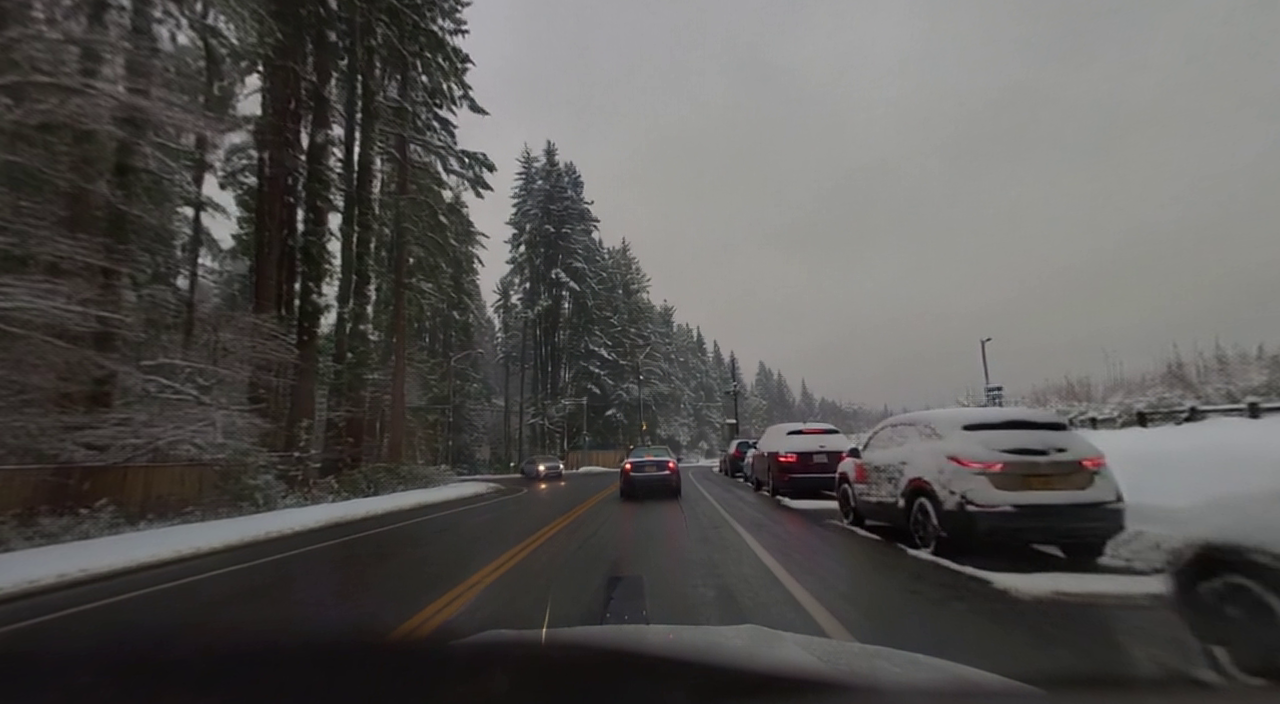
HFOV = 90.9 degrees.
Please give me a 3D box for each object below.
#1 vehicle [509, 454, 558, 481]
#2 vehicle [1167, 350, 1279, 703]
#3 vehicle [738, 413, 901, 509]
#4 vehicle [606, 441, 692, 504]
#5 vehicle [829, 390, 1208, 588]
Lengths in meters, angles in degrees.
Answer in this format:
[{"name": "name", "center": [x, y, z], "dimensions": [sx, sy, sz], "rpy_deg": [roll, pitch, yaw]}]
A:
[{"name": "vehicle", "center": [-8.425, 8.990, 49.352], "dimensions": [2.131, 1.961, 4.955], "rpy_deg": [5, -10, -30]}, {"name": "vehicle", "center": [4.099, 0.616, 1.378], "dimensions": [1.969, 1.738, 4.515], "rpy_deg": [0, -8, 1]}, {"name": "vehicle", "center": [4.311, 2.795, 16.646], "dimensions": [2.484, 2.037, 6.362], "rpy_deg": [0, -8, 0]}, {"name": "vehicle", "center": [0.280, 3.224, 17.349], "dimensions": [2.078, 1.521, 4.058], "rpy_deg": [0, -8, 2]}, {"name": "vehicle", "center": [4.173, 1.592, 8.132], "dimensions": [2.093, 1.822, 4.483], "rpy_deg": [0, -8, 0]}]
